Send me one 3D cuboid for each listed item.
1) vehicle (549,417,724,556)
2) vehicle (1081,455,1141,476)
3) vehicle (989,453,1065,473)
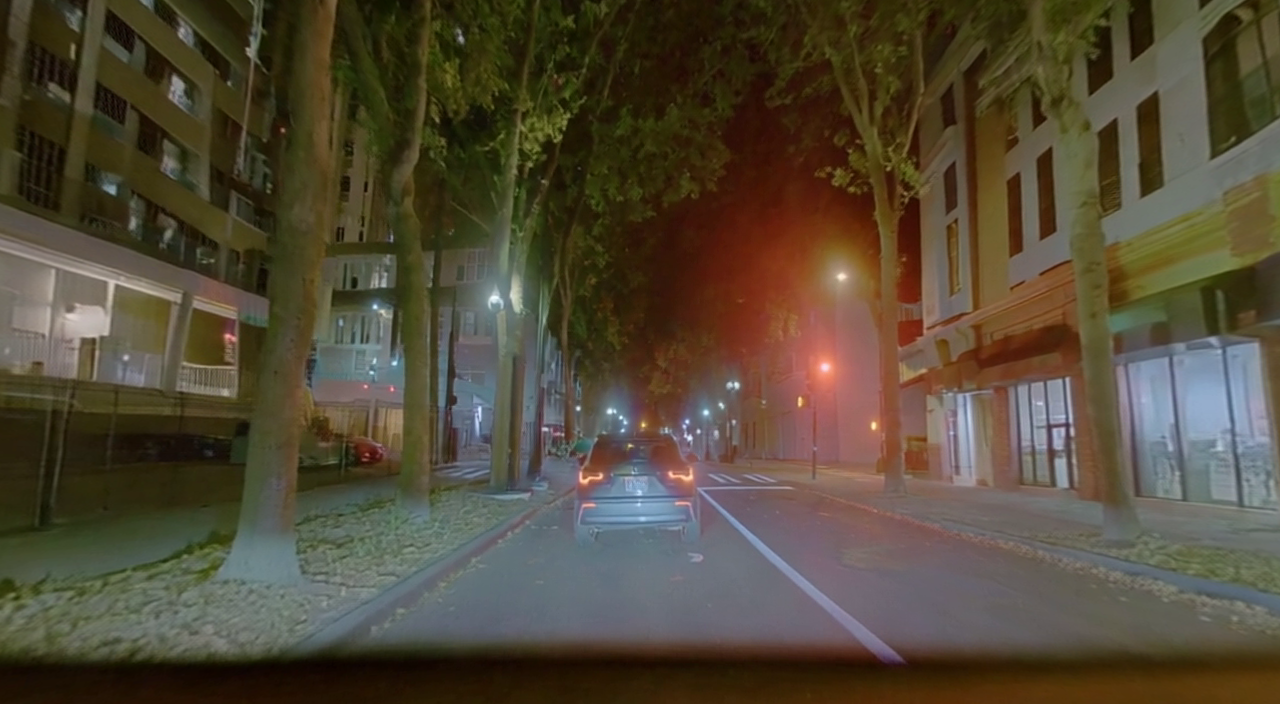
[{"bbox_3d":[-0.078,1.892,9.508,2.079,1.621,3.861,0,-8,-1],"label":"vehicle"},{"bbox_3d":[36.363,8.776,48.693,3.445,1.363,1.608,3,-7,-1],"label":"vehicle"},{"bbox_3d":[29.769,8.510,48.589,4.668,1.441,1.904,0,-9,-5],"label":"vehicle"}]
